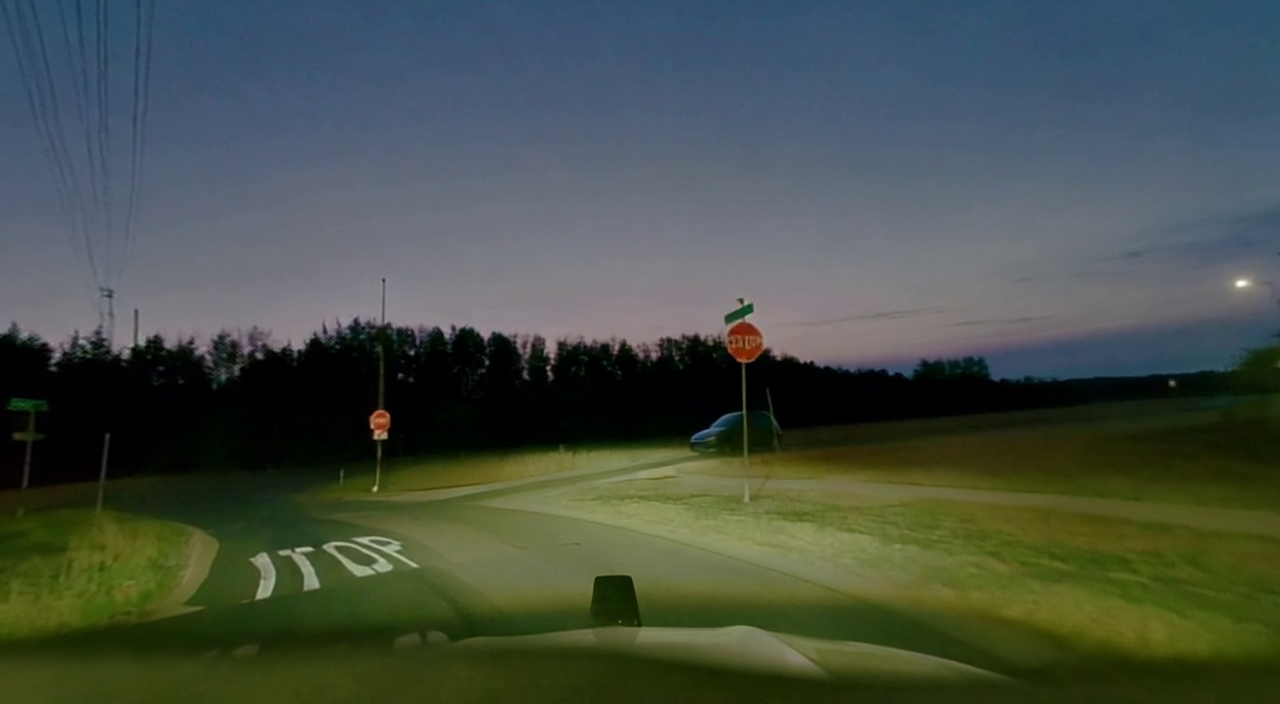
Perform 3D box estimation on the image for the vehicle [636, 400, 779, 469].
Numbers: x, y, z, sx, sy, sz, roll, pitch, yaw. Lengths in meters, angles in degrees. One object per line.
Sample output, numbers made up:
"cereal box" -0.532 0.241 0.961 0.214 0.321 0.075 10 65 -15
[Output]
"vehicle" 2.308 2.711 20.940 4.403 1.574 1.914 -5 -5 -37
